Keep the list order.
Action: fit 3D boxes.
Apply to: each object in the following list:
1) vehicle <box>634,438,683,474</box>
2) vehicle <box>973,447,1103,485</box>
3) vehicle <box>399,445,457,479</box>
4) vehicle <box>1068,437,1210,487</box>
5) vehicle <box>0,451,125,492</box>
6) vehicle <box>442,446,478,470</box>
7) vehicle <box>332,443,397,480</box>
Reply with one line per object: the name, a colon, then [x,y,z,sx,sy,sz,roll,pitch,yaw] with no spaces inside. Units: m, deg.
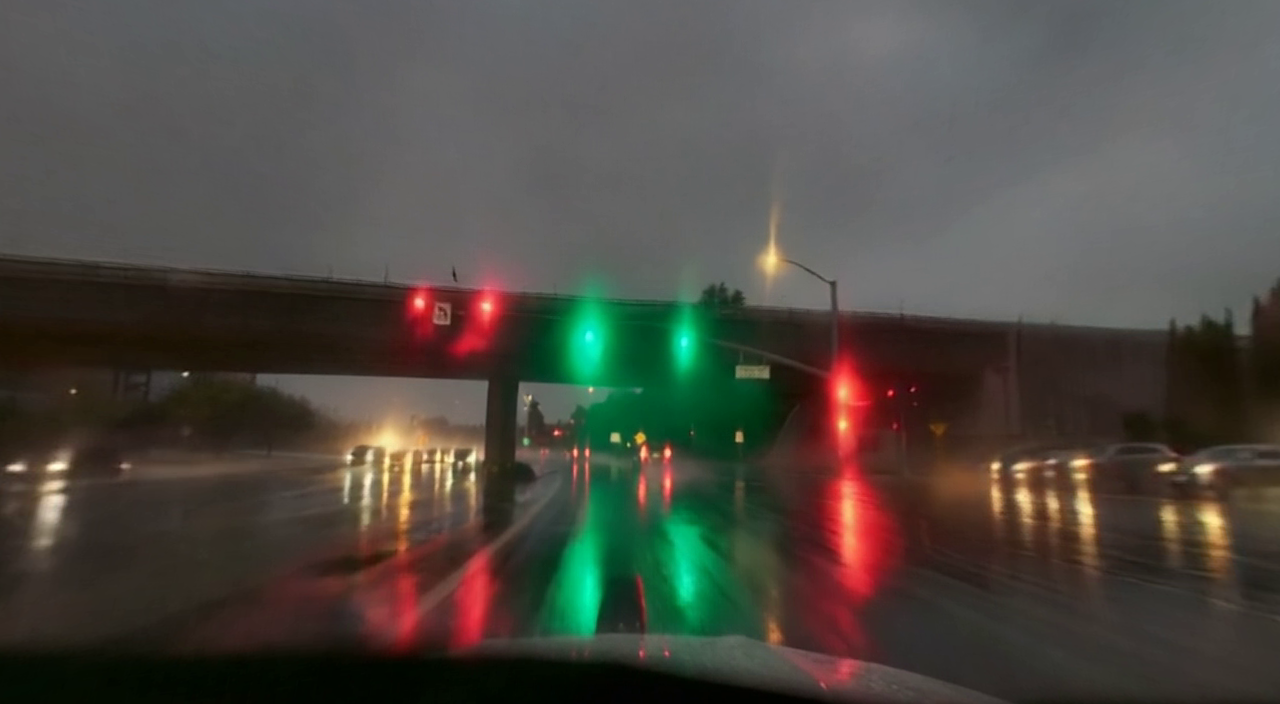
vehicle: [0.907,5.441,33.245,2.024,1.724,3.928,1,-9,-7]
vehicle: [16.262,4.622,25.857,4.490,1.430,1.996,3,-9,-19]
vehicle: [-11.130,5.766,33.480,1.961,1.492,4.479,0,-7,-6]
vehicle: [17.456,3.813,22.136,4.154,1.603,1.834,3,-9,-19]
vehicle: [-25.195,5.103,27.386,2.020,1.515,4.808,1,-8,-6]
vehicle: [-11.998,7.071,42.326,1.722,1.519,3.826,1,-9,-8]
vehicle: [-14.018,5.546,32.437,1.989,1.619,4.612,1,-7,-10]
